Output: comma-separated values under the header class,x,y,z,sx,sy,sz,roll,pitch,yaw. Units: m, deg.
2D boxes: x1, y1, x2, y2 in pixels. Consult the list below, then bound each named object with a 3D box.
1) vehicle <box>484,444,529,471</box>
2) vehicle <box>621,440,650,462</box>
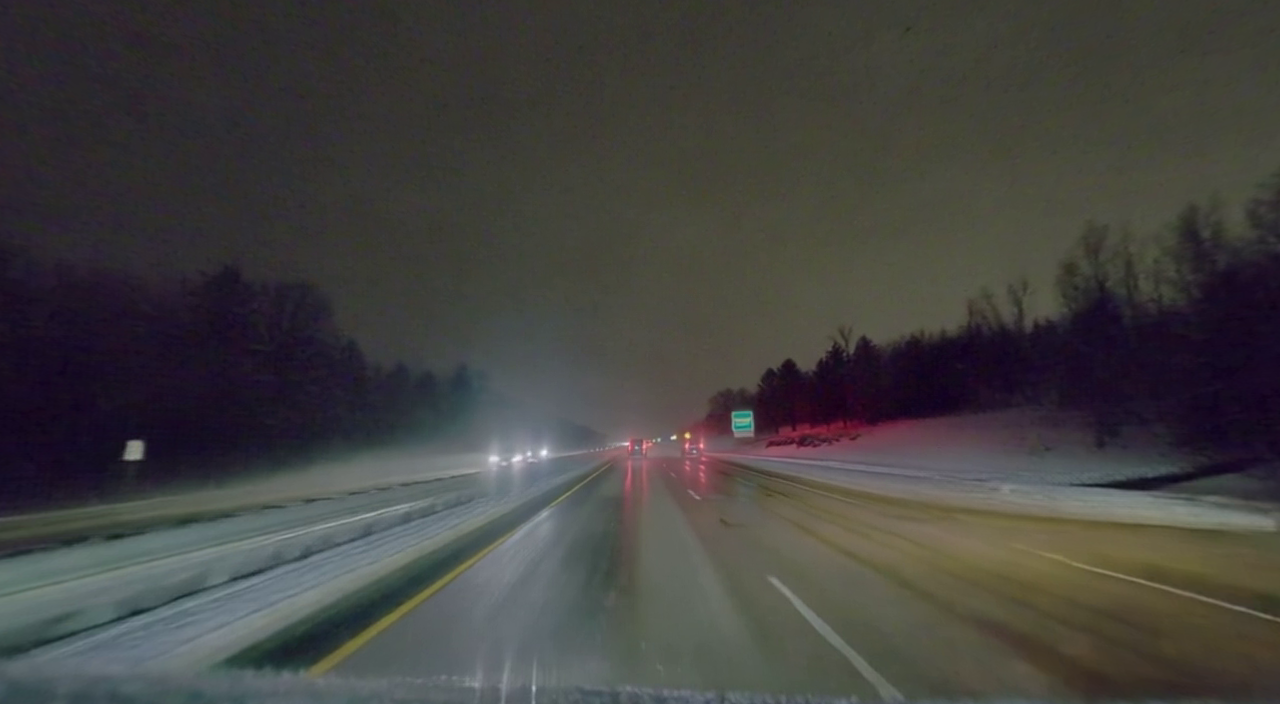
class,x,y,z,sx,sy,sz,roll,pitch,yaw
vehicle,-7.800,6.168,37.055,1.776,1.494,3.837,0,-8,1
vehicle,-0.297,7.225,46.102,2.009,1.554,4.013,0,-8,0
